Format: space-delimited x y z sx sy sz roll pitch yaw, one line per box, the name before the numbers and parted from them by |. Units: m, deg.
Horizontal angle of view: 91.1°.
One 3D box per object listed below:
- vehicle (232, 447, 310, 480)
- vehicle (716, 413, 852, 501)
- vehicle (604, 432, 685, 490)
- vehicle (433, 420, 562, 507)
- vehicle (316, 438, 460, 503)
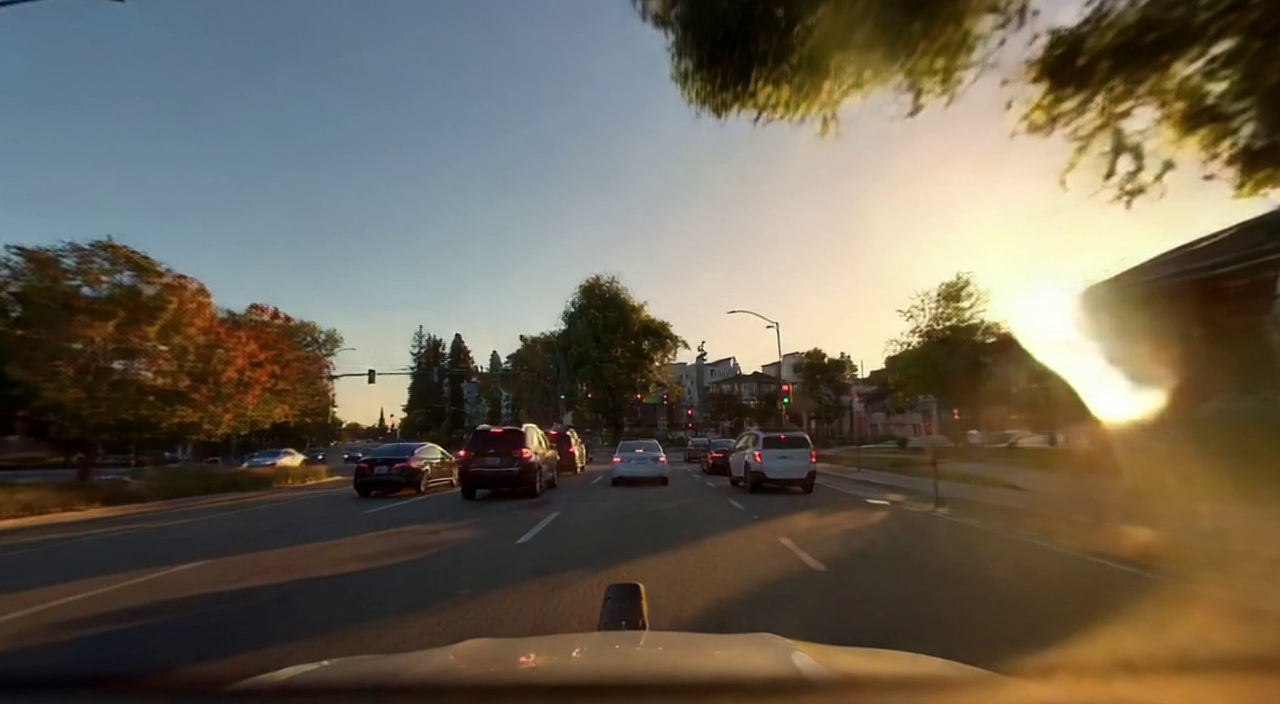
vehicle | -21.951 6.605 37.672 2.219 1.786 5.705 2 -8 -11
vehicle | 3.310 2.543 15.570 2.141 1.833 4.704 0 -8 -2
vehicle | 0.091 3.027 17.757 2.021 1.461 3.862 0 -8 -1
vehicle | -3.099 2.531 14.651 1.912 1.703 4.261 0 -8 1
vehicle | -6.450 3.056 16.750 1.926 1.465 4.620 0 -8 0
